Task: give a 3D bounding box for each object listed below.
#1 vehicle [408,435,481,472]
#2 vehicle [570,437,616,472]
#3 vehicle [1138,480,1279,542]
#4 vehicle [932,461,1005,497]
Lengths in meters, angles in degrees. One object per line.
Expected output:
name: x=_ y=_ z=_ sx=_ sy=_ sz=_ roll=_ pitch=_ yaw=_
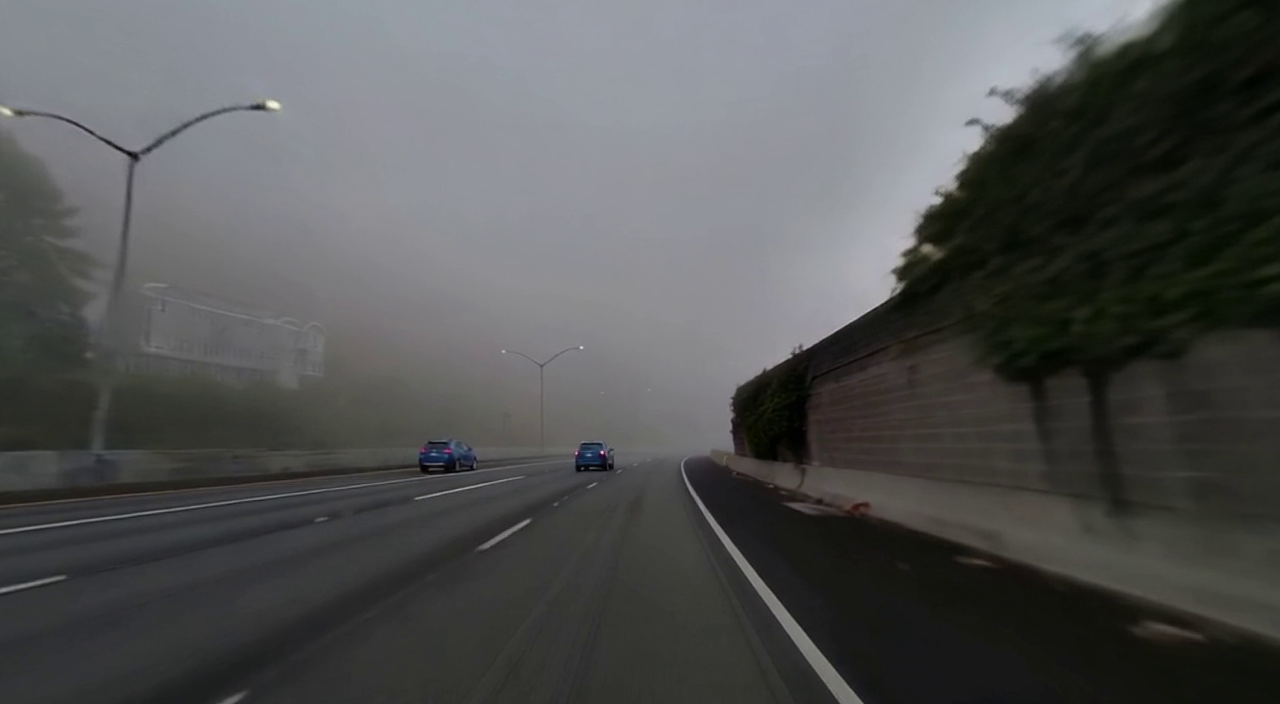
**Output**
vehicle: x=-9.902 y=5.161 z=32.364 sx=2.039 sy=1.746 sz=4.528 roll=-1 pitch=-8 yaw=4
vehicle: x=-2.540 y=5.670 z=35.095 sx=2.028 sy=1.782 sz=4.150 roll=-1 pitch=-8 yaw=4
vehicle: x=19.381 y=5.227 z=21.195 sx=1.786 sy=1.559 sz=4.496 roll=-1 pitch=-8 yaw=4
vehicle: x=25.762 y=9.939 z=49.857 sx=2.775 sy=2.408 sz=6.139 roll=-1 pitch=-8 yaw=4
